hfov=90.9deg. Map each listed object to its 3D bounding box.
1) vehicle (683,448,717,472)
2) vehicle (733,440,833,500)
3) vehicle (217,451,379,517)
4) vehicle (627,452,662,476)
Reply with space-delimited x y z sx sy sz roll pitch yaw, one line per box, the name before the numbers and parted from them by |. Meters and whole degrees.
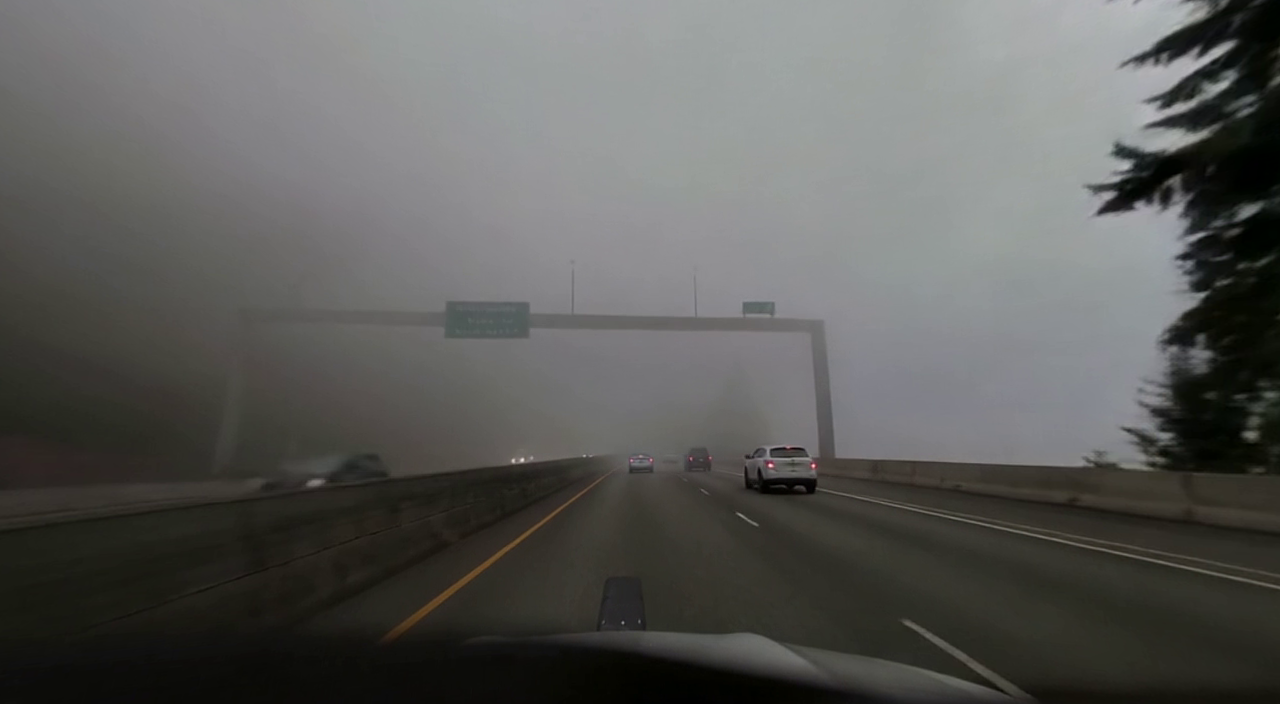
vehicle | 4.194 7.568 44.509 1.935 1.594 3.981 0 -9 -1
vehicle | 4.286 3.604 19.633 1.969 1.639 4.472 0 -9 -1
vehicle | -8.611 3.323 16.393 1.884 1.459 4.223 0 -9 -1
vehicle | 0.247 6.724 38.085 2.012 1.320 3.777 0 -9 0
